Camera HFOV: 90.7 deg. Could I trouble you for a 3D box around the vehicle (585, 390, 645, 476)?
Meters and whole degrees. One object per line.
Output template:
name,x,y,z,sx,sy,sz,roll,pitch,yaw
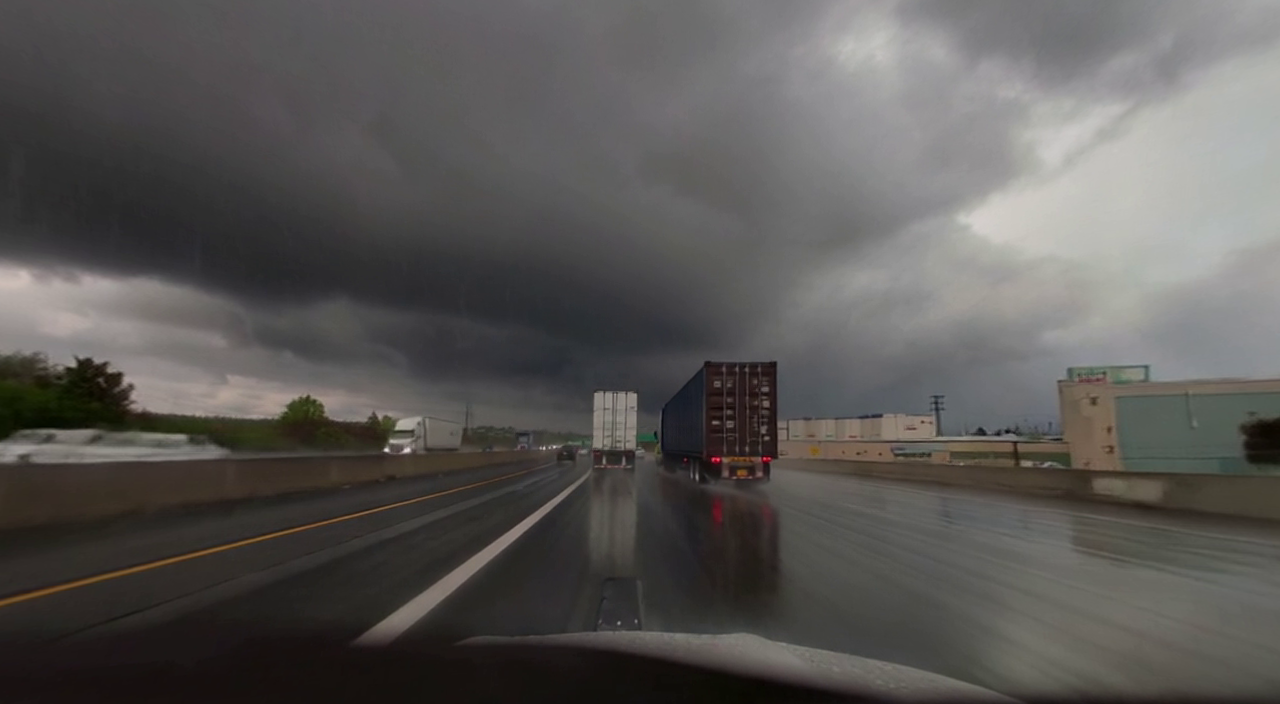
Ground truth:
vehicle,-1.319,4.782,36.408,2.841,4.071,12.046,0,-8,-1

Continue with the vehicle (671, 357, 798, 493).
vehicle,3.150,3.125,25.414,2.803,4.072,12.744,0,-9,-1

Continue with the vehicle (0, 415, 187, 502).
vehicle,-12.725,2.335,14.069,1.968,1.601,4.575,0,-9,-1
